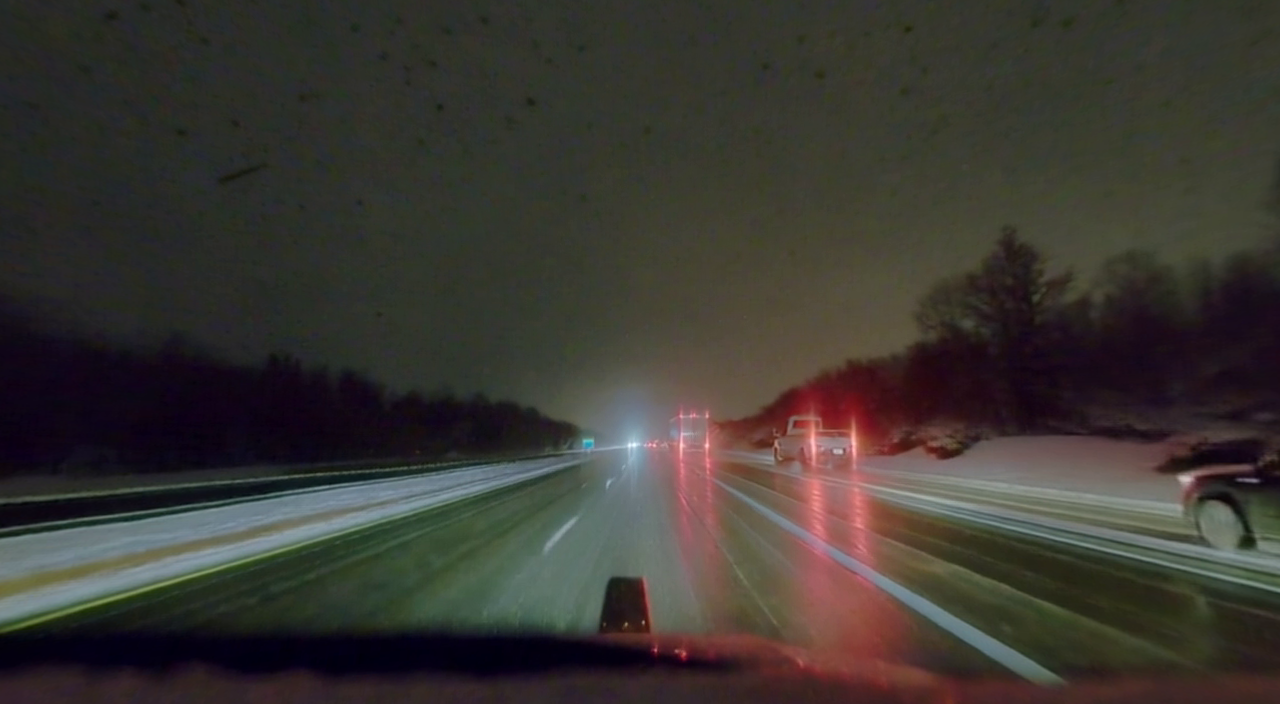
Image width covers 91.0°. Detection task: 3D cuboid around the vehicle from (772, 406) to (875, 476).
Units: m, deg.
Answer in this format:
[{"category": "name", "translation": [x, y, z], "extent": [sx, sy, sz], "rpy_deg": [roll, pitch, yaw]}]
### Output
[{"category": "vehicle", "translation": [7.973, 4.002, 28.400], "extent": [2.474, 2.730, 7.349], "rpy_deg": [0, -8, 0]}]
